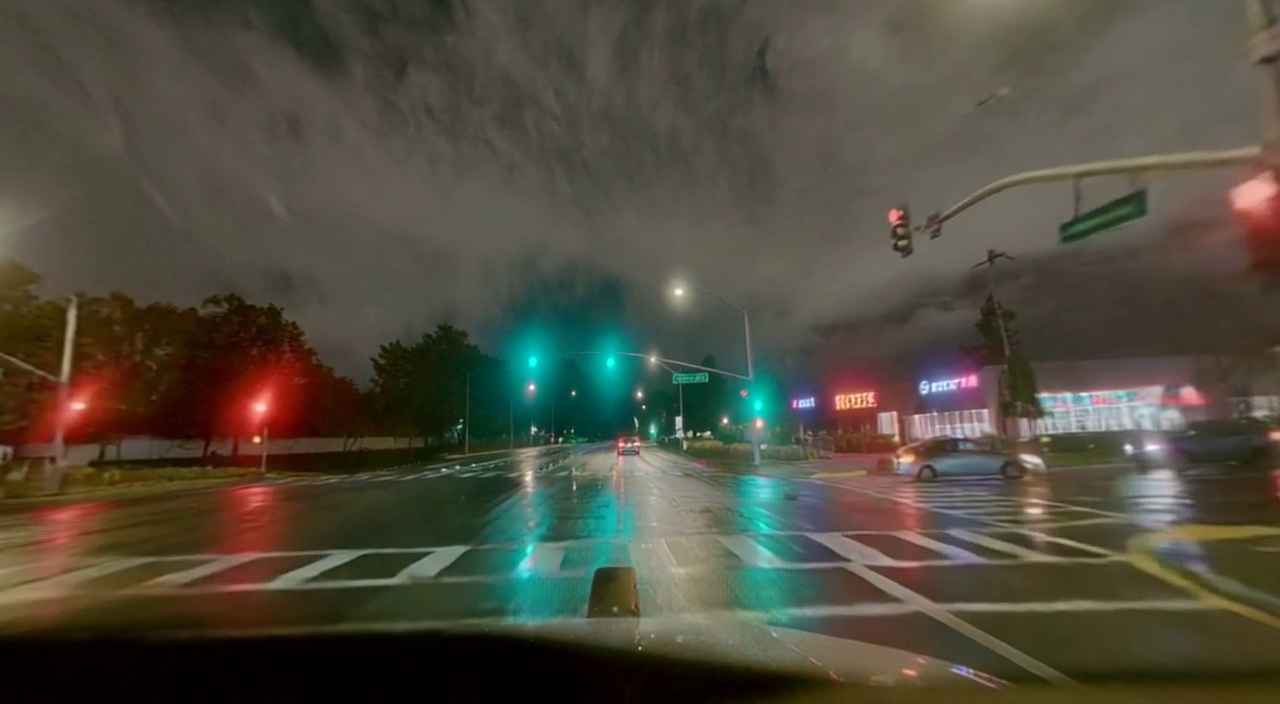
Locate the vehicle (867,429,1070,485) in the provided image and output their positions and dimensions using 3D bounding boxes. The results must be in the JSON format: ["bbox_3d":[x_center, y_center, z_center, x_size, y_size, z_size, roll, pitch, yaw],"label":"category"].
[{"bbox_3d":[9.425,3.041,18.402,4.794,1.511,1.992,0,-9,-3],"label":"vehicle"}]

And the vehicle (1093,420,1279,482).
[{"bbox_3d":[16.389,2.869,18.446,4.710,1.588,2.053,-1,-9,-3],"label":"vehicle"}]

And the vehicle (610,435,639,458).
[{"bbox_3d":[-1.119,6.992,46.723,2.024,1.628,4.774,0,-9,-1],"label":"vehicle"}]

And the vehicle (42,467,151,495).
[{"bbox_3d":[-33.660,8.023,39.248,4.708,1.575,2.020,0,-11,-5],"label":"vehicle"}]
